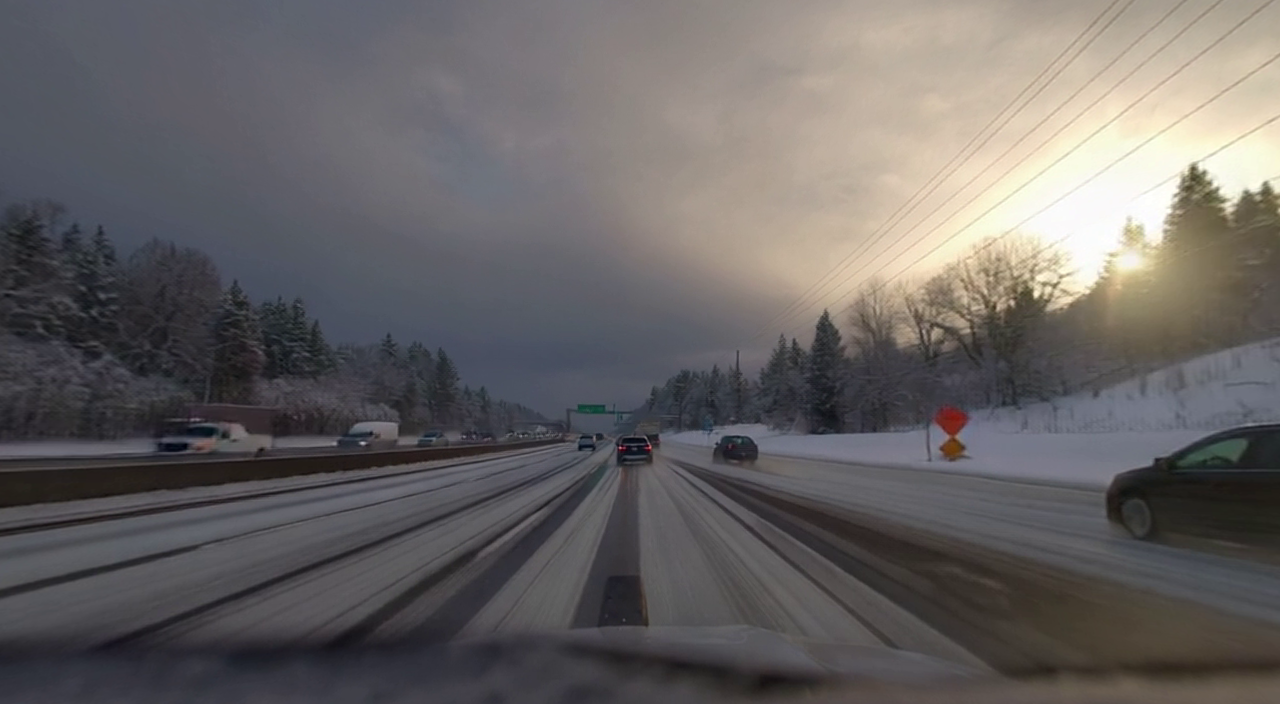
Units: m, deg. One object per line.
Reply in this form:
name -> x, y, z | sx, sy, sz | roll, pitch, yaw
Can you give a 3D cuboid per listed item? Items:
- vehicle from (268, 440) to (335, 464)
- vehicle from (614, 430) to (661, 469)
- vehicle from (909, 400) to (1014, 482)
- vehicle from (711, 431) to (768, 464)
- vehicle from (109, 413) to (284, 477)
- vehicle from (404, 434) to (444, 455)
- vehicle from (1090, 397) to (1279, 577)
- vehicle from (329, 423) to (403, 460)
vehicle -> -20.528, 6.077, 38.476 | 1.858, 1.414, 4.389 | 1, -8, -3
vehicle -> -0.177, 4.817, 31.345 | 2.192, 1.769, 4.287 | 0, -8, -2
vehicle -> 11.595, 3.222, 22.989 | 2.162, 2.775, 2.707 | 0, -8, -3
vehicle -> 5.468, 5.337, 35.419 | 2.099, 1.720, 4.829 | 0, -8, -4
vehicle -> -16.216, 3.485, 23.647 | 2.339, 2.062, 5.804 | 0, -8, 0
vehicle -> -16.849, 7.274, 49.386 | 1.838, 1.551, 4.182 | 0, -8, -2
vehicle -> 7.249, 1.298, 6.089 | 2.102, 1.723, 4.745 | 0, -8, -3
vehicle -> -16.662, 5.481, 38.716 | 2.208, 2.085, 5.448 | 0, -8, -1
